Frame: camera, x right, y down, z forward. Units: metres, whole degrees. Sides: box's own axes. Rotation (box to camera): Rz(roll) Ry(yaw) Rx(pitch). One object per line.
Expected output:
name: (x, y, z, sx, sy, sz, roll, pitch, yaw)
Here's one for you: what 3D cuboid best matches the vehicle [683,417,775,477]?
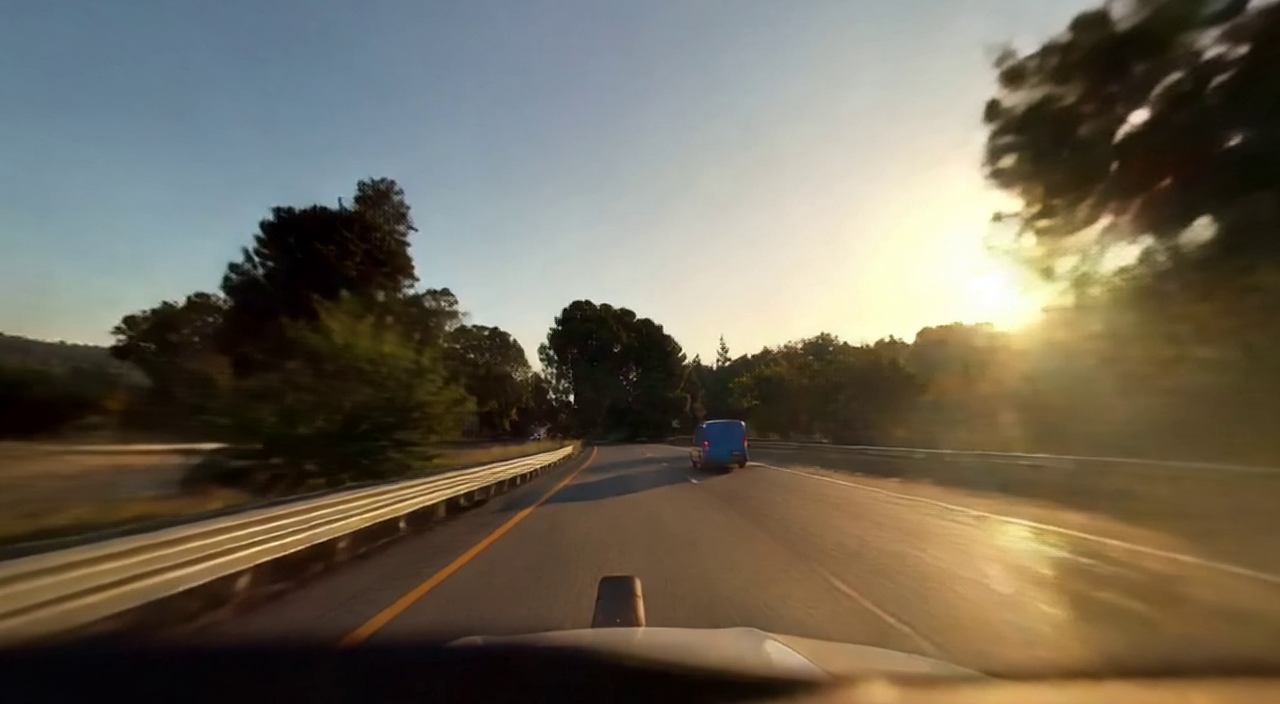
vehicle: (2.842, 3.152, 21.261, 2.240, 1.801, 4.545, 0, -8, -3)
